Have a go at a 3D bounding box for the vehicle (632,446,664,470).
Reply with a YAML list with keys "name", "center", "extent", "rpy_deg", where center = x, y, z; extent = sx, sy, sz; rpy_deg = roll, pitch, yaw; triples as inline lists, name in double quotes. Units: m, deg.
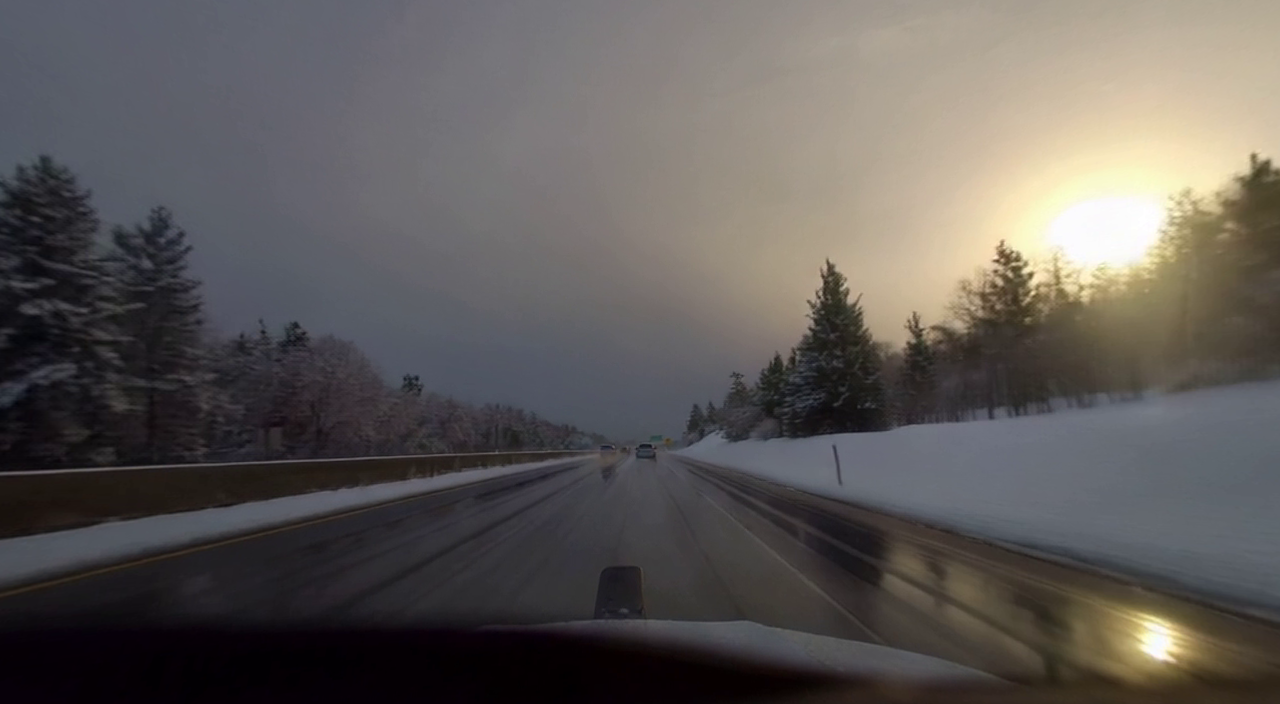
- name: "vehicle"
  center: [0.507, 6.857, 40.844]
  extent: [1.934, 1.488, 3.832]
  rpy_deg: [0, -9, 1]
